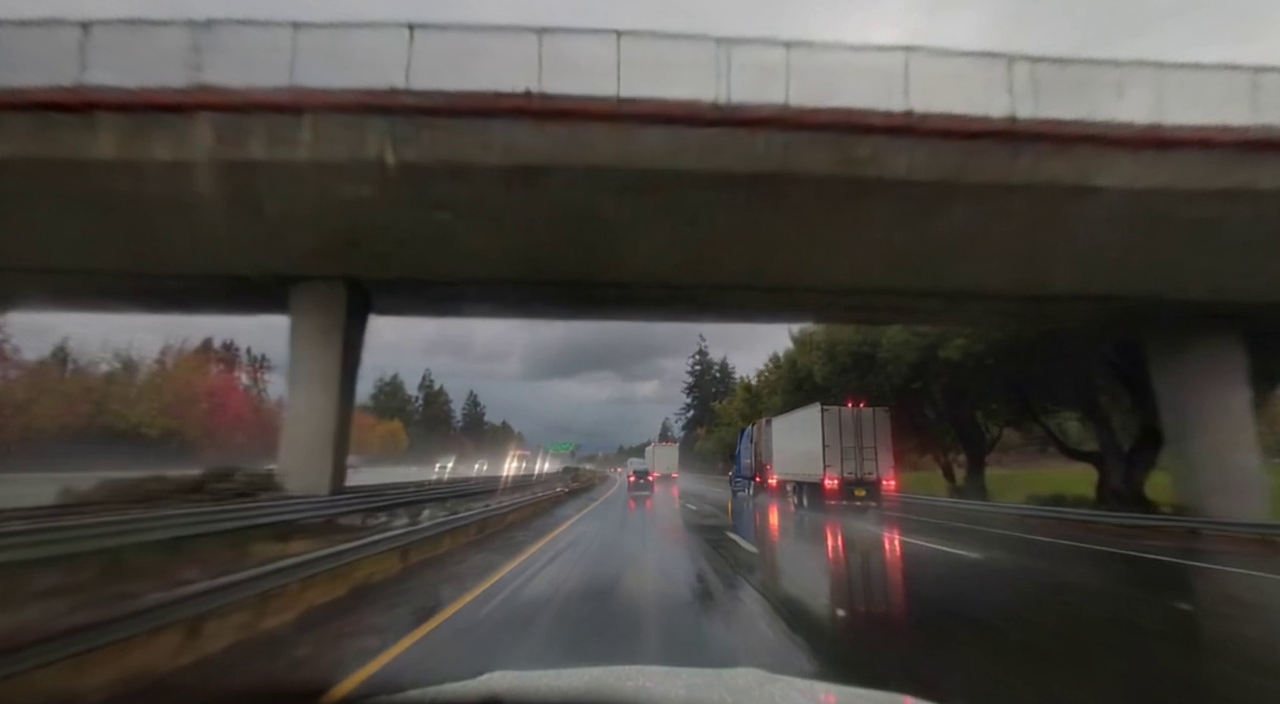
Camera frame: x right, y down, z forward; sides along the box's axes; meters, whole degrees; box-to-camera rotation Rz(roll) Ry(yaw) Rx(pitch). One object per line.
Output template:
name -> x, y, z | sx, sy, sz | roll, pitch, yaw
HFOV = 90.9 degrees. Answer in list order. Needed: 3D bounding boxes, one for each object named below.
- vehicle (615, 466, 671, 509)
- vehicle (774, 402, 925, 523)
vehicle -> 0.130, 5.404, 25.414 | 2.067, 1.552, 3.601 | 1, -11, 0
vehicle -> 7.321, 4.151, 23.561 | 2.839, 3.684, 8.091 | 1, -11, 0
